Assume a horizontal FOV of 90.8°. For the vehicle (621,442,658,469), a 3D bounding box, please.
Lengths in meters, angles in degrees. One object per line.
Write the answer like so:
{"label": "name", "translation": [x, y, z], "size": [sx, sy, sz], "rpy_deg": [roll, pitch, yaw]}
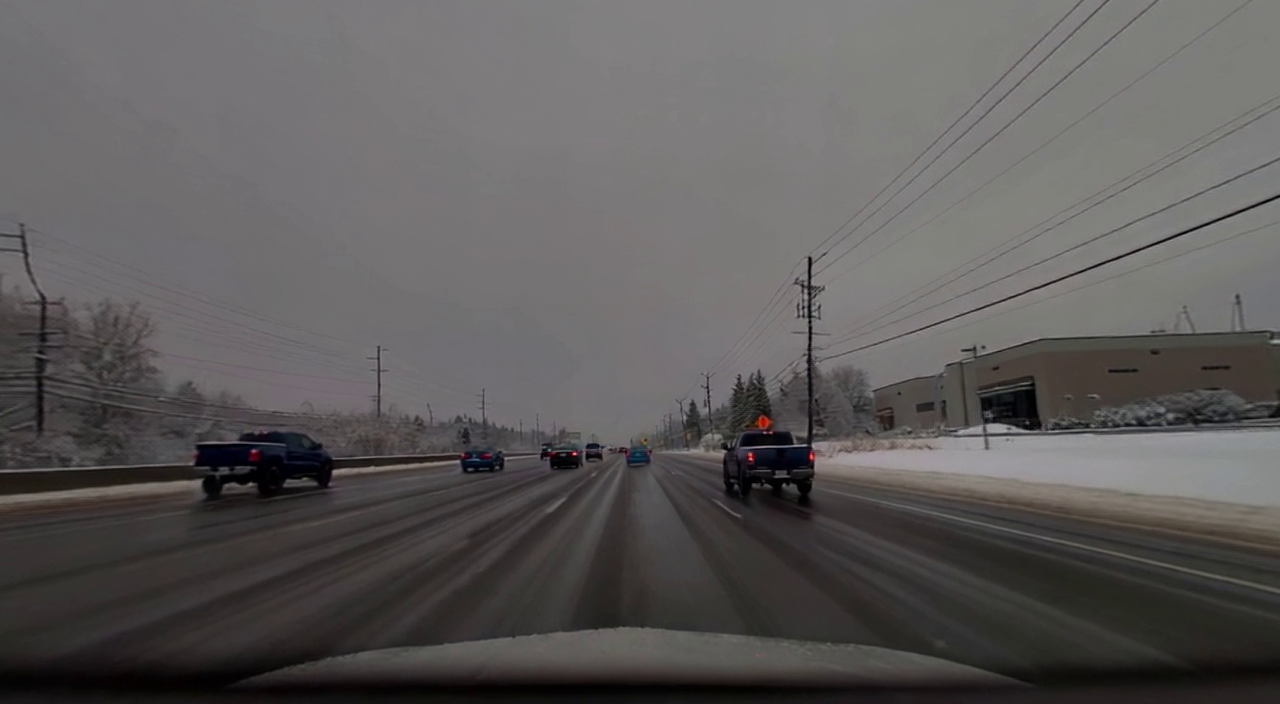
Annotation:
{"label": "vehicle", "translation": [-0.059, 6.065, 37.169], "size": [2.030, 1.471, 4.115], "rpy_deg": [0, -8, -1]}

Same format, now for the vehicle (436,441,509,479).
{"label": "vehicle", "translation": [-7.281, 4.726, 28.010], "size": [1.959, 1.496, 4.740], "rpy_deg": [0, -8, 0]}

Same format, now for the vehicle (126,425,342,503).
{"label": "vehicle", "translation": [-11.242, 3.147, 18.301], "size": [2.317, 1.881, 5.903], "rpy_deg": [0, -8, 0]}

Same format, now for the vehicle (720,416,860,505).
{"label": "vehicle", "translation": [3.617, 2.739, 16.426], "size": [2.231, 1.919, 5.086], "rpy_deg": [0, -8, -2]}

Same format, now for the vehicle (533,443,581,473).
{"label": "vehicle", "translation": [-4.235, 5.468, 32.798], "size": [1.938, 1.444, 4.206], "rpy_deg": [0, -8, -1]}
